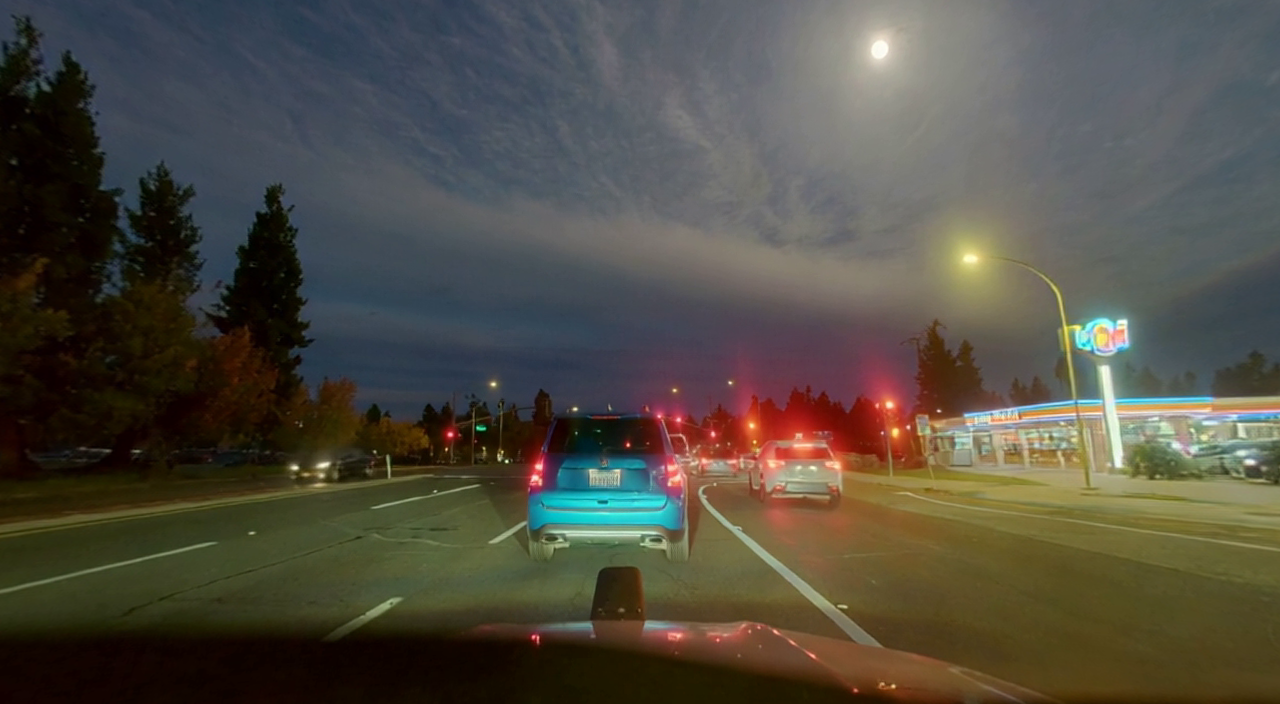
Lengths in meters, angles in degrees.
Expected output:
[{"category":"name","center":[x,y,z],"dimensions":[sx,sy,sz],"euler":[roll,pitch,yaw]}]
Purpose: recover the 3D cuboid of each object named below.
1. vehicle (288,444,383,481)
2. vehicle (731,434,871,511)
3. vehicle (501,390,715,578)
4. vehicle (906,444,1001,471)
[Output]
[{"category":"vehicle","center":[-13.131,4.773,27.624],"dimensions":[1.983,1.460,4.456],"euler":[0,-9,-1]},{"category":"vehicle","center":[3.642,2.820,15.362],"dimensions":[2.098,1.555,4.778],"euler":[0,-9,-1]},{"category":"vehicle","center":[-0.298,1.648,8.624],"dimensions":[2.096,1.837,4.687],"euler":[0,-9,0]},{"category":"vehicle","center":[17.195,5.776,34.780],"dimensions":[4.290,1.427,1.751],"euler":[0,-9,2]}]
